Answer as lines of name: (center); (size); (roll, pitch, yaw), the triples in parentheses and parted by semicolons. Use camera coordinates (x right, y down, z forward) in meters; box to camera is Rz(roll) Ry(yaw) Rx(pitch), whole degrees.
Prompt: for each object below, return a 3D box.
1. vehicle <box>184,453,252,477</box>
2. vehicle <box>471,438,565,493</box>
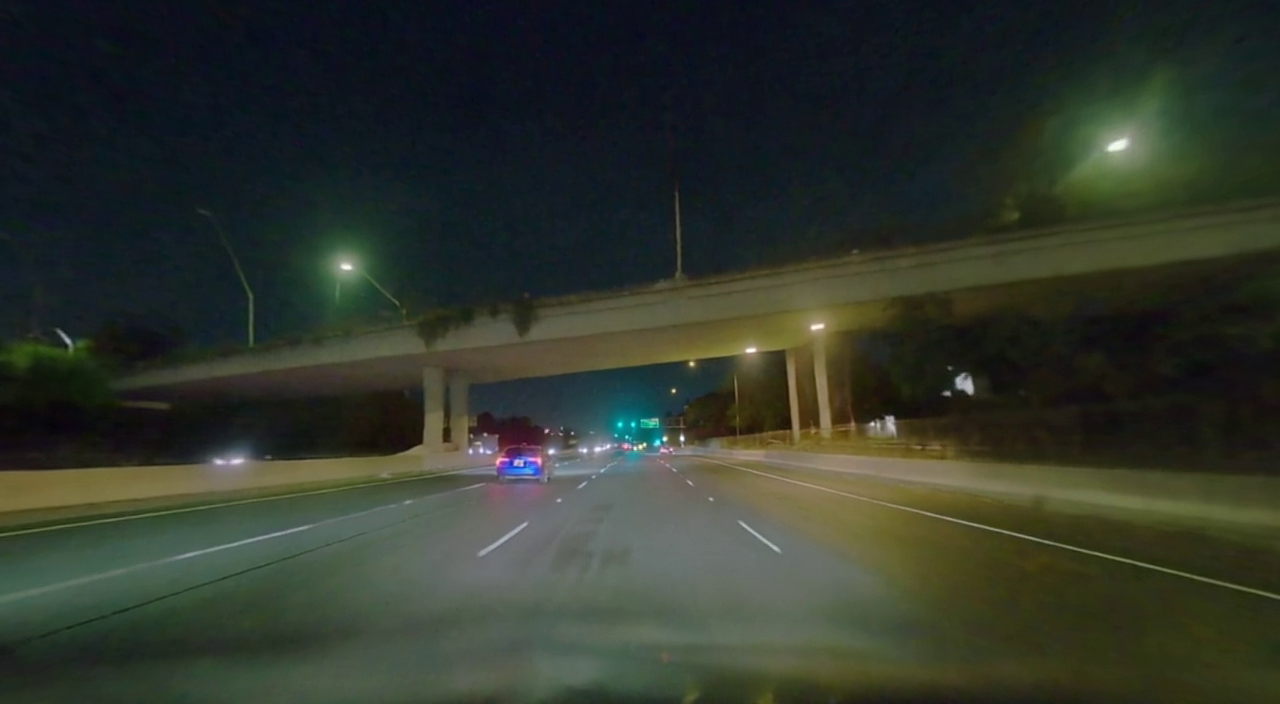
vehicle: (-28.360, 7.582, 42.616); (1.832, 1.468, 4.082); (0, -9, -2)
vehicle: (-3.667, 3.509, 19.830); (2.037, 1.514, 4.335); (0, -9, 1)
